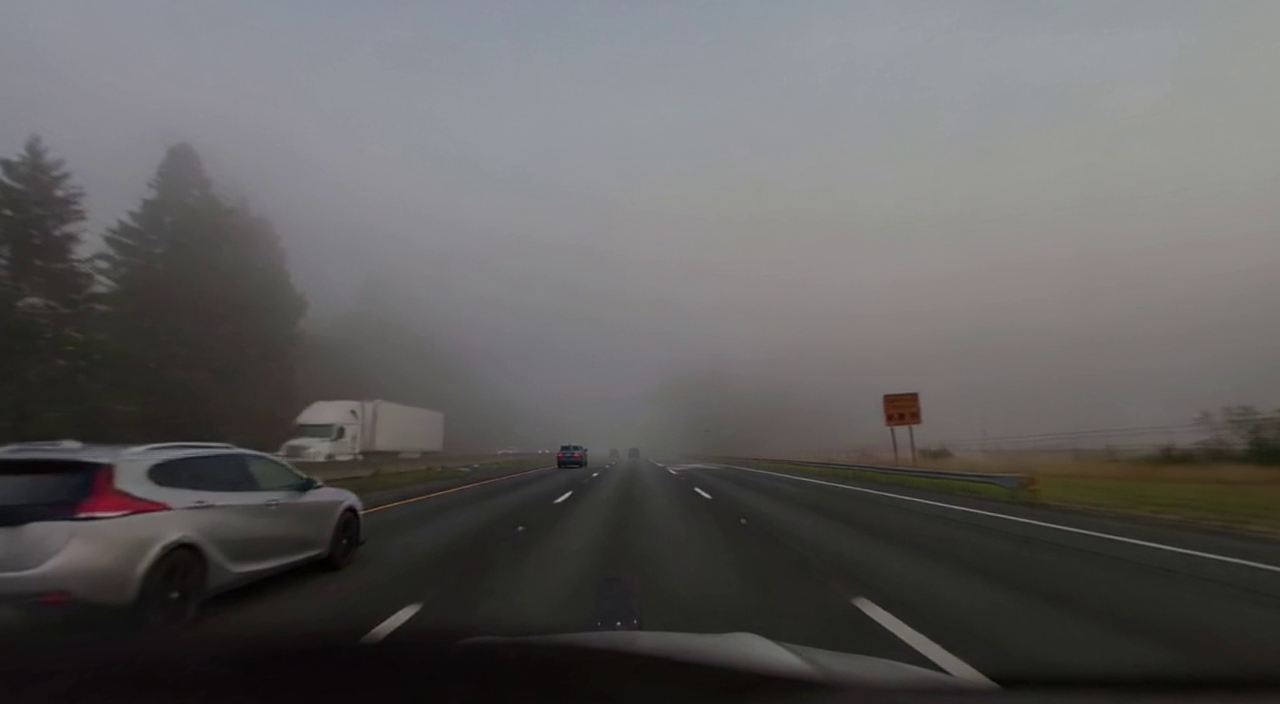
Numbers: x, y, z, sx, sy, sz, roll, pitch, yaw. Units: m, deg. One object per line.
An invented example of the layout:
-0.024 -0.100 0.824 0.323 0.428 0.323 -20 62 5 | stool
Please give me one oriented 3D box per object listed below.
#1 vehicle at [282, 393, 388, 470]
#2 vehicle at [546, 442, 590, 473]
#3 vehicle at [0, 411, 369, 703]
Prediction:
-17.299 4.650 36.224 3.124 4.000 5.845 0 -9 -1 | vehicle
-4.240 6.329 37.797 2.111 1.717 4.426 -1 -9 0 | vehicle
-4.150 1.353 5.008 2.018 1.497 4.399 -1 -9 0 | vehicle
